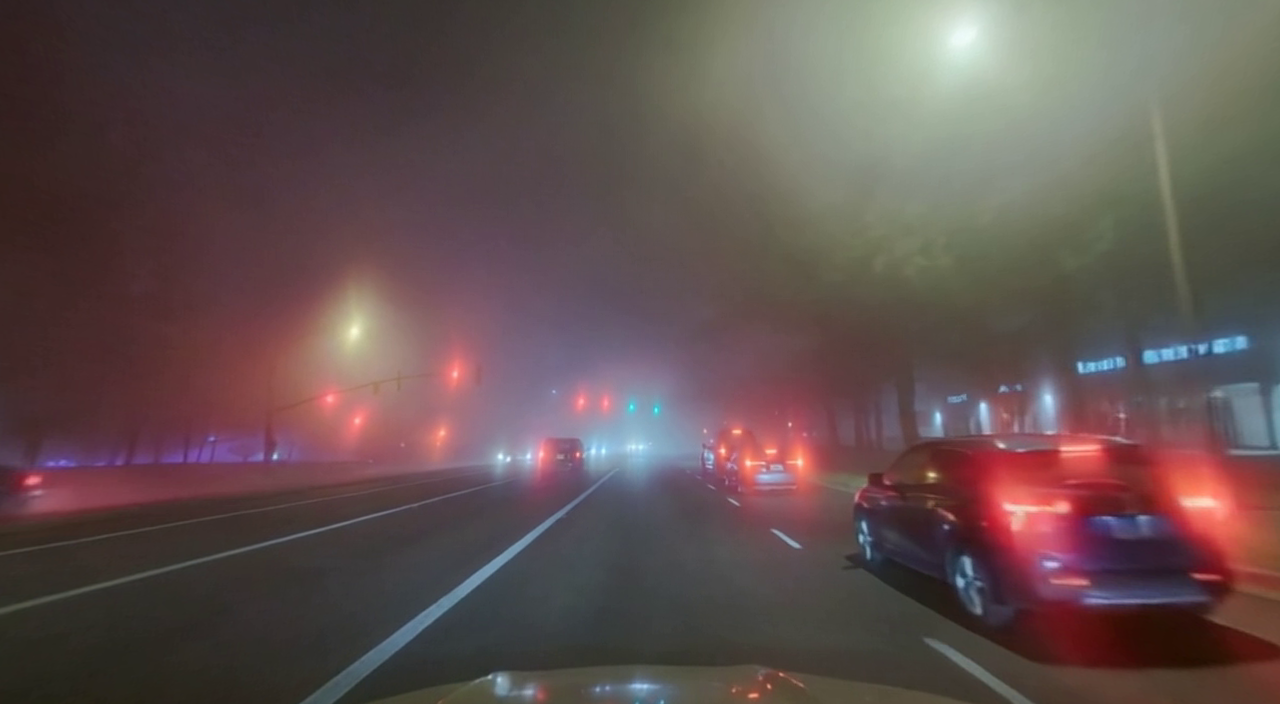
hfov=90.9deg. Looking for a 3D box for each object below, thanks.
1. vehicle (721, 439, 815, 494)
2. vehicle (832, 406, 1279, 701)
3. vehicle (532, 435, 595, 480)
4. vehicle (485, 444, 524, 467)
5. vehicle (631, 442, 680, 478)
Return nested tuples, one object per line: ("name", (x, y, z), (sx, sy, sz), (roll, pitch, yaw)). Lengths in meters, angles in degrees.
("vehicle", (3.702, 3.393, 19.053), (1.913, 1.463, 4.198), (0, -8, -1))
("vehicle", (3.313, 1.344, 5.428), (1.948, 1.474, 4.360), (0, -8, 0))
("vehicle", (-3.110, 4.434, 26.667), (2.023, 1.720, 4.452), (-1, -8, 1))
("vehicle", (-9.898, 7.587, 46.316), (1.989, 1.598, 4.054), (-1, -9, 0))
("vehicle", (0.618, 4.629, 27.232), (1.971, 1.433, 3.923), (0, -8, 0))
